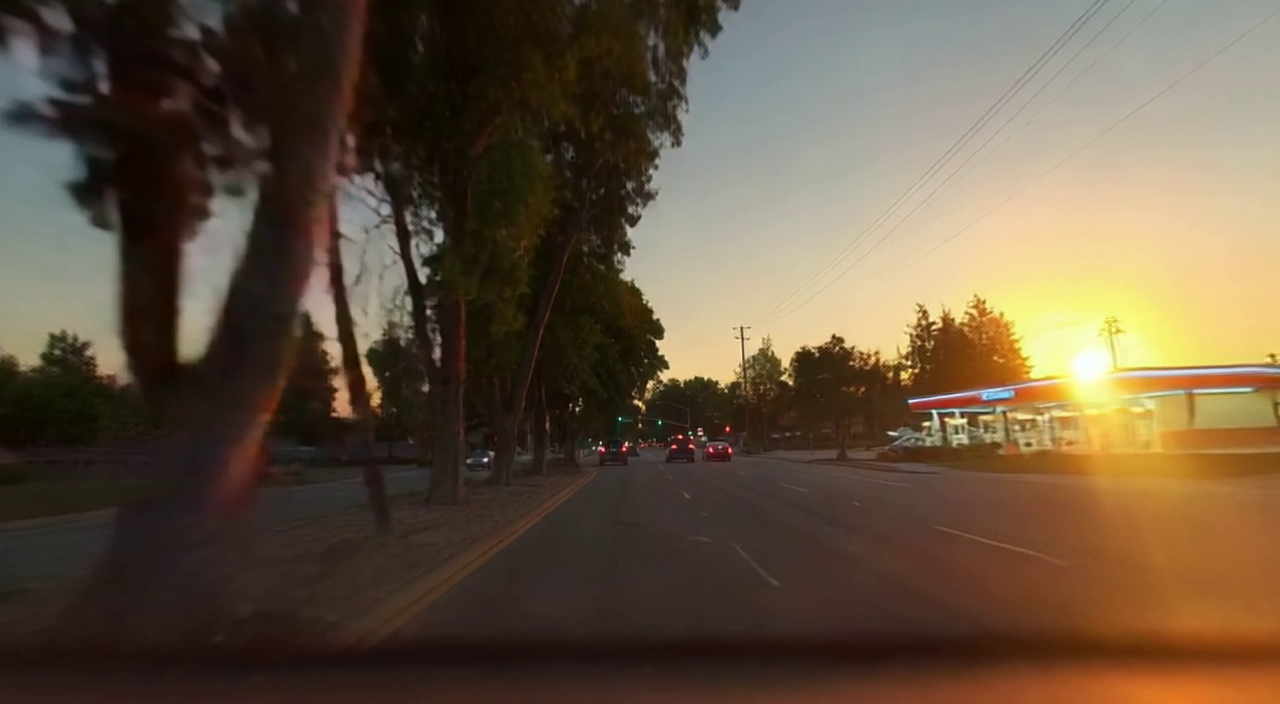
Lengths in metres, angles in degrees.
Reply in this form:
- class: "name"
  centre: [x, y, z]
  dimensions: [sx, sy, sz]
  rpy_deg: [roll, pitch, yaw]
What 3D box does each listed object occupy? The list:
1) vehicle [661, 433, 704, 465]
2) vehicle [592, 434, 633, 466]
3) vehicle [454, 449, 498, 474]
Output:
- class: "vehicle"
  centre: [2.500, 5.908, 38.413]
  dimensions: [2.140, 1.800, 4.660]
  rpy_deg: [0, -8, -2]
- class: "vehicle"
  centre: [-1.775, 6.061, 39.150]
  dimensions: [2.261, 1.820, 4.255]
  rpy_deg: [1, -8, -6]
- class: "vehicle"
  centre: [-11.904, 7.959, 46.129]
  dimensions: [1.934, 1.674, 4.445]
  rpy_deg: [0, -8, 2]
